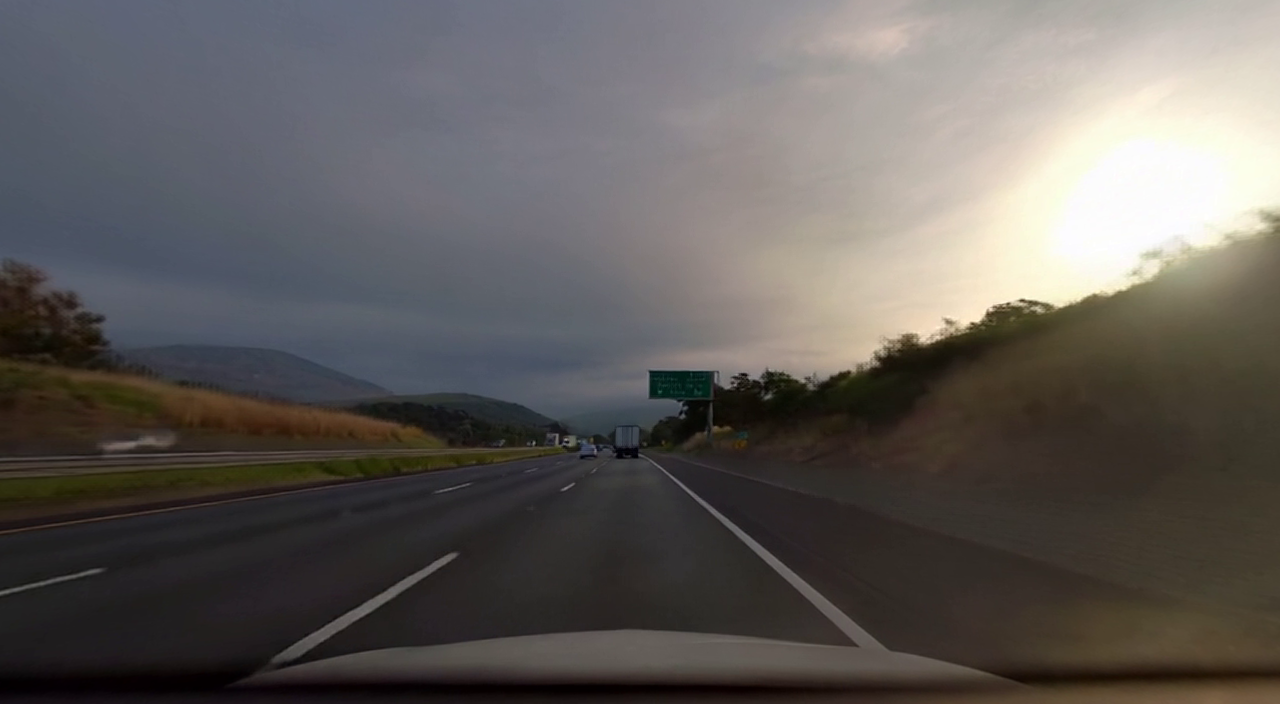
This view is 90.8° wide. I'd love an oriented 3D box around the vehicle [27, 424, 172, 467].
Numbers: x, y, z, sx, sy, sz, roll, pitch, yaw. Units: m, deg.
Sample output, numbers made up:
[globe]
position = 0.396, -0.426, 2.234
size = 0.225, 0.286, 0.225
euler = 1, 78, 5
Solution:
[vehicle]
position = -20.055, 3.519, 23.691
size = 1.817, 1.464, 4.143
euler = 0, -9, -1
